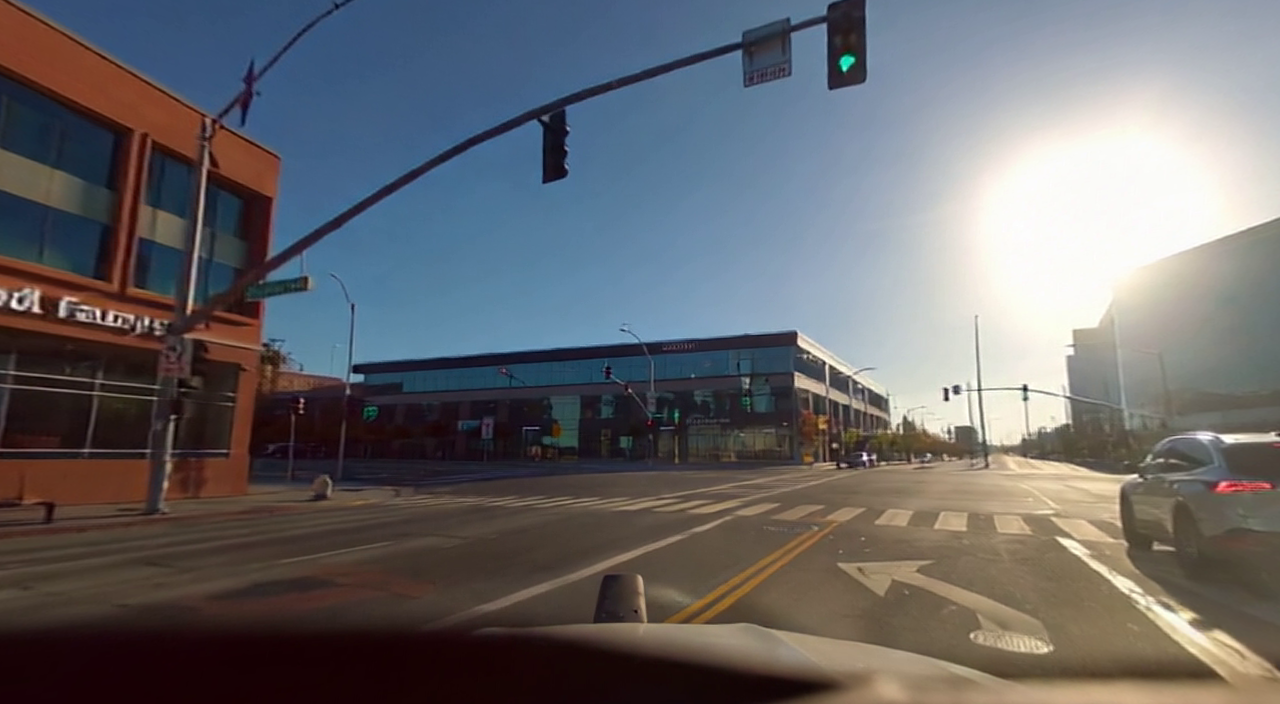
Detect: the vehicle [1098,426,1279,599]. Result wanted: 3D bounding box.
[{"bbox_3d":[7.350,1.779,7.707,2.067,1.625,4.073,-4,-9,26],"label":"vehicle"}]
